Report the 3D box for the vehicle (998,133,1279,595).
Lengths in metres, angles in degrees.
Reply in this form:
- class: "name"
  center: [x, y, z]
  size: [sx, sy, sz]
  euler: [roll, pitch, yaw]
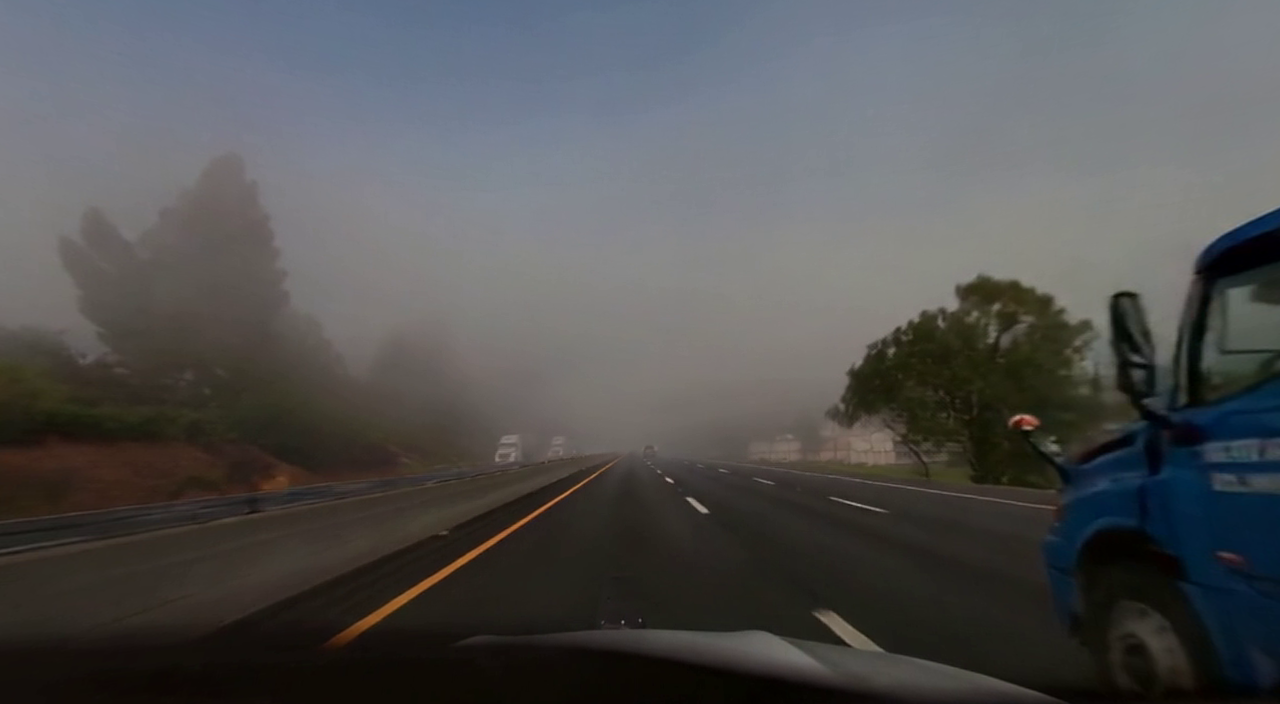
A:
- class: "vehicle"
  center: [7.048, 0.261, 6.500]
  size: [3.026, 3.953, 5.811]
  euler: [0, -9, -1]
